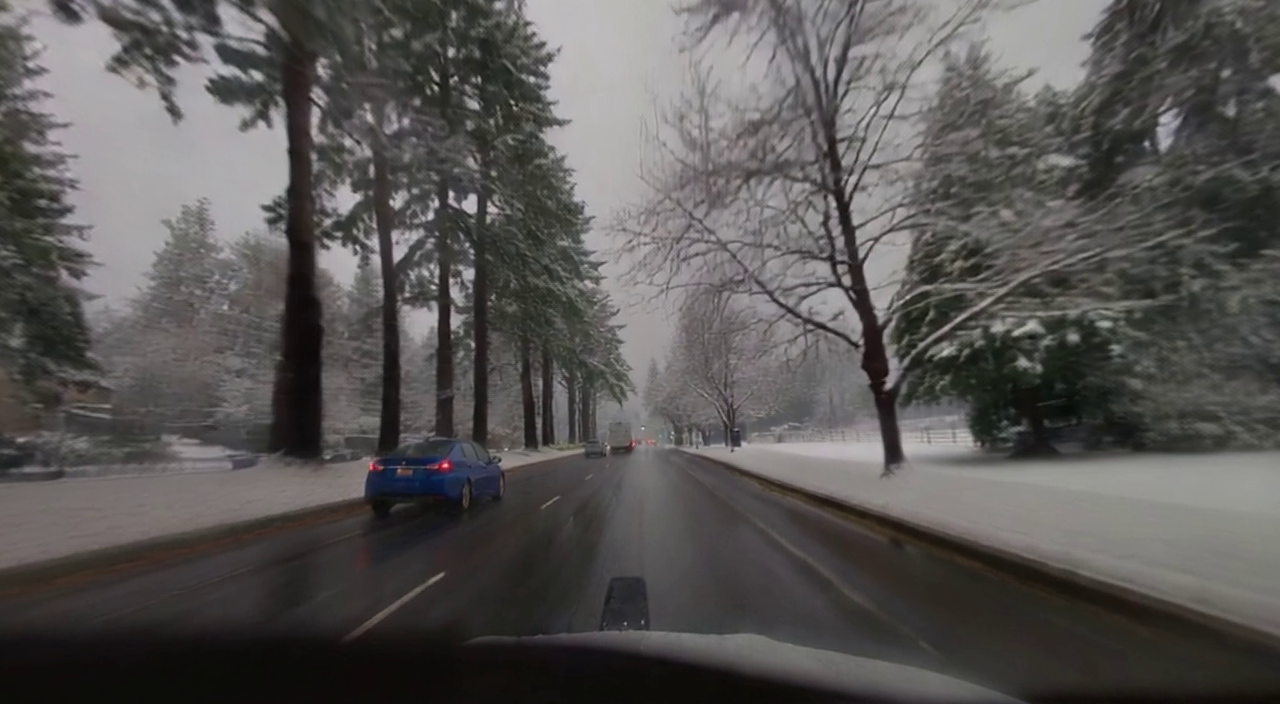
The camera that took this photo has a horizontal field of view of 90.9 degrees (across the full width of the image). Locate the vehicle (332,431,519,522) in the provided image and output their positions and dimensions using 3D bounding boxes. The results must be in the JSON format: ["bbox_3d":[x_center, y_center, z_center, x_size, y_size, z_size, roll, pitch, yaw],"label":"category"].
[{"bbox_3d":[-3.902,2.337,12.444,2.033,1.454,4.512,0,-8,1],"label":"vehicle"}]

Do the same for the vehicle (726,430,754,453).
[{"bbox_3d":[7.582,6.808,47.929,1.594,1.688,2.861,-2,-8,1],"label":"vehicle"}]
